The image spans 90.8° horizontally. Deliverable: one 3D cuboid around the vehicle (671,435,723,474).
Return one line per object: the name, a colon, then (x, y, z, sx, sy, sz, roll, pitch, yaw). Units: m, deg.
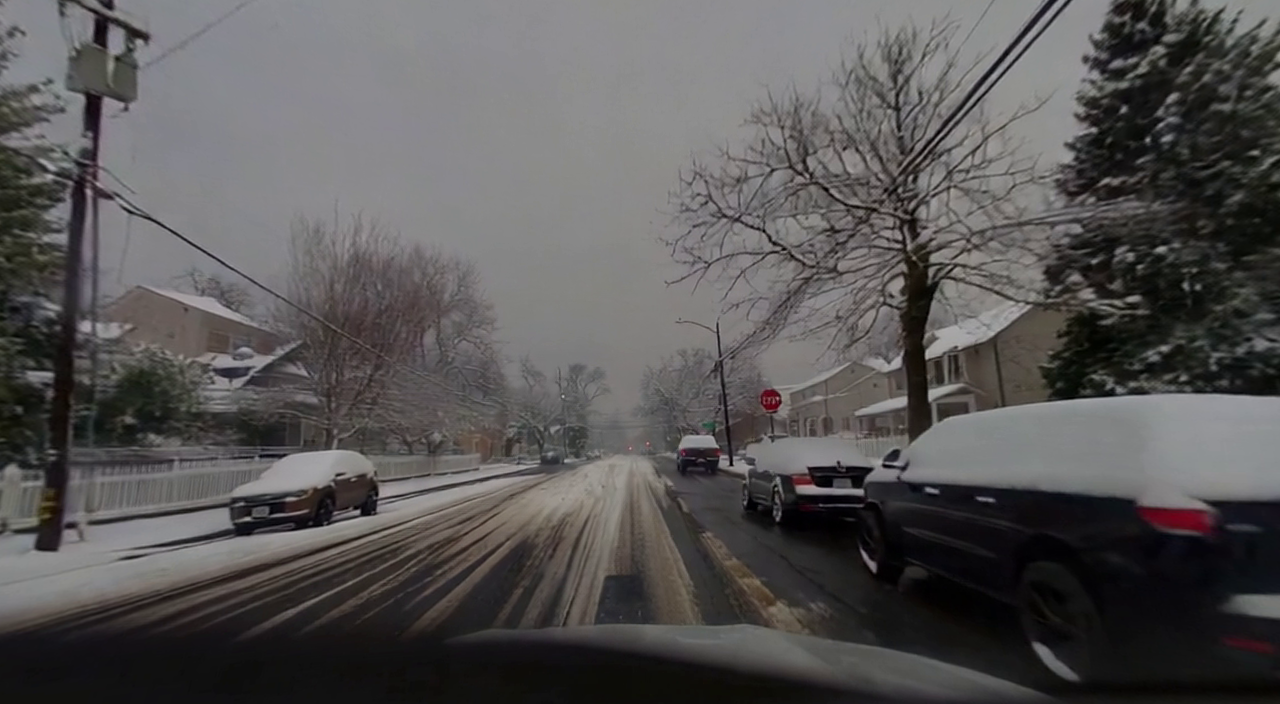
vehicle: (2.767, 5.142, 31.976, 2.126, 1.795, 4.751, 0, -9, -1)

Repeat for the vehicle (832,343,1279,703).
vehicle: (3.262, 1.145, 4.715, 2.080, 1.706, 4.449, 0, -9, -3)

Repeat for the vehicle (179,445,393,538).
vehicle: (-7.159, 2.812, 13.427, 2.125, 1.623, 4.207, 0, -9, -1)
